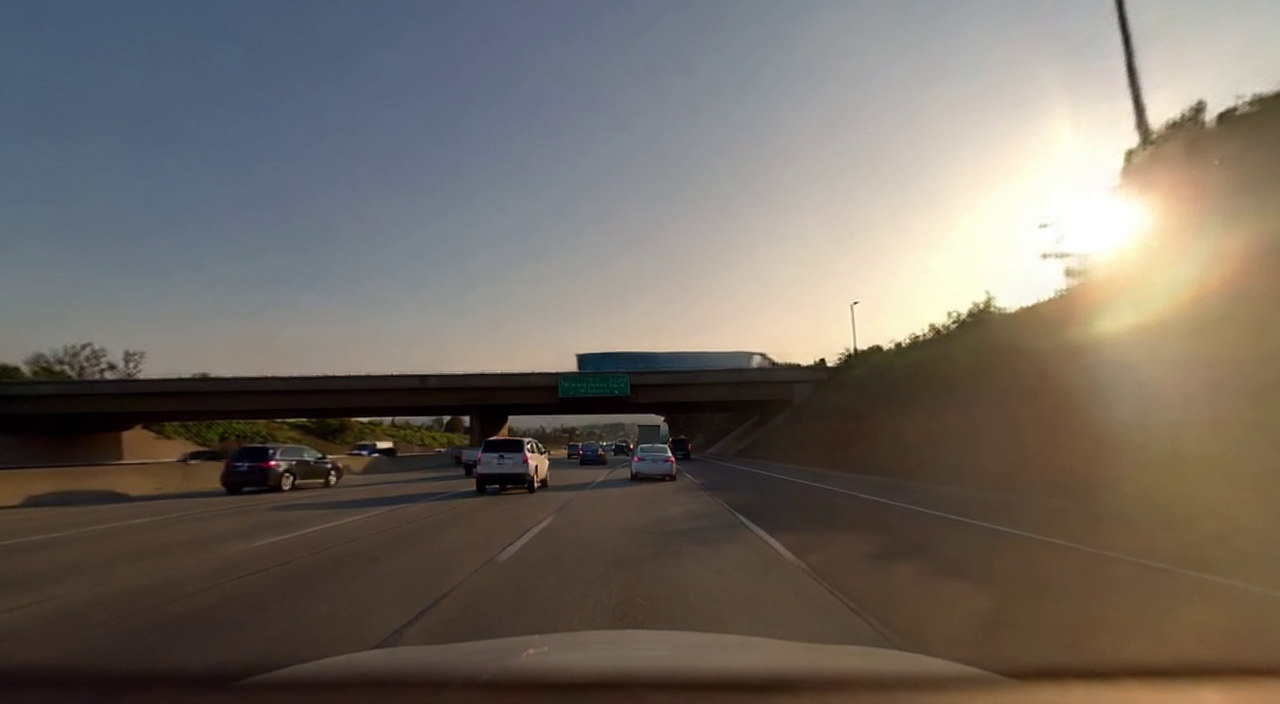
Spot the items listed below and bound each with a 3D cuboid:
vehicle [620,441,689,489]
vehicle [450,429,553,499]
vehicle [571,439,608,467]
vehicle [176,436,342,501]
[{"bbox_3d":[0.441,3.717,21.088,2.054,1.421,4.090,0,-8,0],"label":"vehicle"},{"bbox_3d":[-3.746,3.098,17.854,1.903,1.721,4.210,0,-8,1],"label":"vehicle"},{"bbox_3d":[-3.146,6.414,40.139,1.897,1.646,4.049,0,-8,1],"label":"vehicle"},{"bbox_3d":[-10.588,3.245,18.000,1.941,1.602,4.277,0,-8,2],"label":"vehicle"}]
